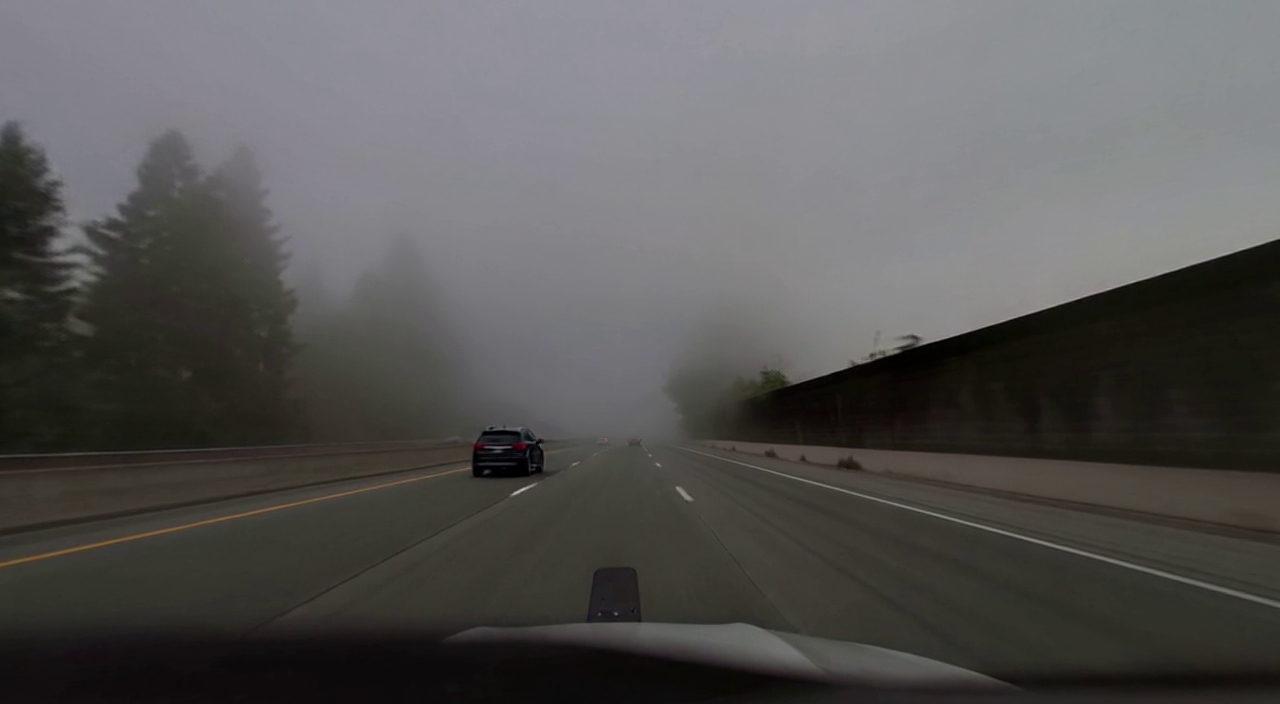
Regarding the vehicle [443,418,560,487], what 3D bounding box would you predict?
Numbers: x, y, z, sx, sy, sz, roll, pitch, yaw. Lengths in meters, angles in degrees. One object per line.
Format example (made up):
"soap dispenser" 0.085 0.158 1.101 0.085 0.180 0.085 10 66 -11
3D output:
"vehicle" -3.829 2.879 18.430 2.306 1.730 4.606 0 -8 1
